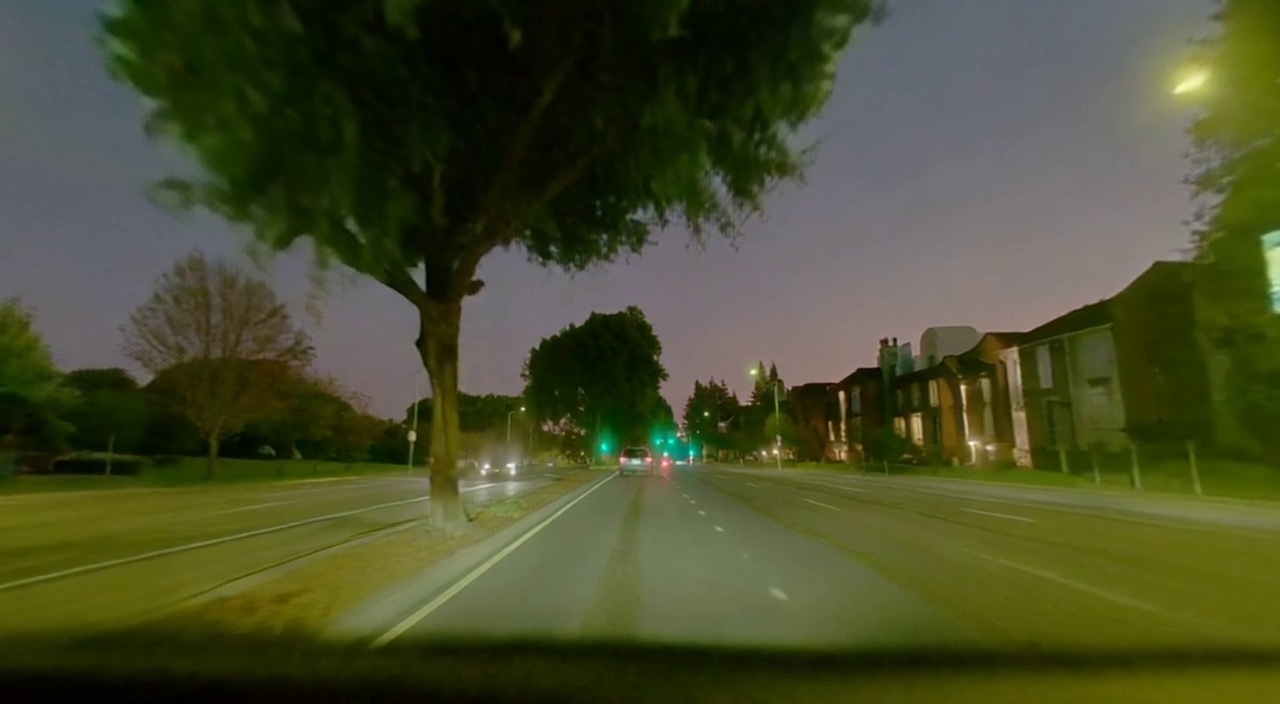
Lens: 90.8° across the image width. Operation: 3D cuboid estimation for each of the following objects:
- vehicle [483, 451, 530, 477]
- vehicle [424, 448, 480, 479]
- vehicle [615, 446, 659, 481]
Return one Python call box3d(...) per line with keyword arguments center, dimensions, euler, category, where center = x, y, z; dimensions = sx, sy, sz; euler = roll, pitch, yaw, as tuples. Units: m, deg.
box3d(center=(-8.404, 7.075, 40.171), dimensions=(1.957, 1.527, 4.411), euler=(0, -8, 1), category="vehicle")
box3d(center=(-11.822, 7.028, 40.035), dimensions=(2.052, 1.808, 4.716), euler=(0, -8, 0), category="vehicle")
box3d(center=(-0.106, 5.512, 31.641), dimensions=(2.093, 1.591, 4.247), euler=(0, -8, 1), category="vehicle")
